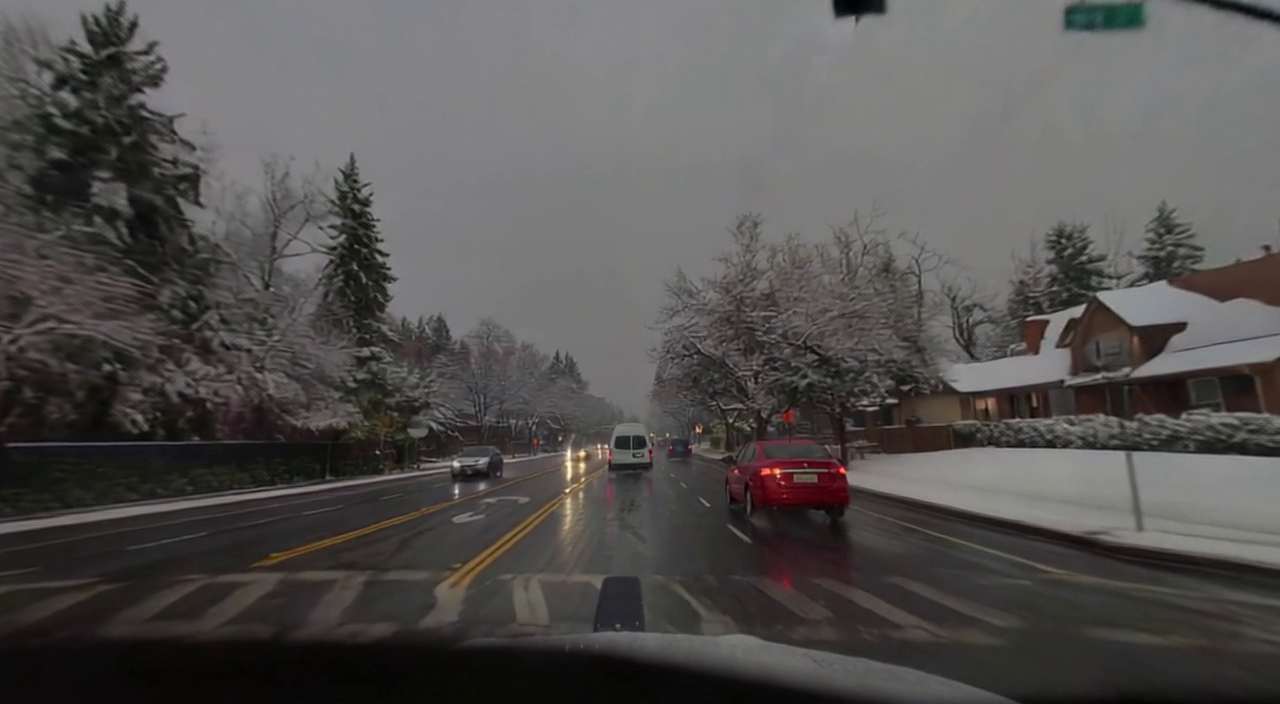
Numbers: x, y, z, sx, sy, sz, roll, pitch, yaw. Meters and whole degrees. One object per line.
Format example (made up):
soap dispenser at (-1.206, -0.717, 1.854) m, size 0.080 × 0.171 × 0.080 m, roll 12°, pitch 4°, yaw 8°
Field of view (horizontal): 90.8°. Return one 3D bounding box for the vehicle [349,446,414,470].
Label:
vehicle at (-19.631, 8.058, 48.073) m, size 4.133 × 1.737 × 1.862 m, roll 0°, pitch -9°, yaw 2°

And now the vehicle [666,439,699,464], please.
vehicle at (3.281, 7.841, 49.974) m, size 2.187 × 1.847 × 4.553 m, roll 0°, pitch -8°, yaw -2°

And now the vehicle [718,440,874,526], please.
vehicle at (2.950, 2.568, 13.063) m, size 1.973 × 1.447 × 4.402 m, roll 0°, pitch -8°, yaw -2°

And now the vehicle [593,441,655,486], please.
vehicle at (-0.584, 4.114, 23.667) m, size 2.114 × 1.483 × 4.207 m, roll 0°, pitch -8°, yaw -1°
